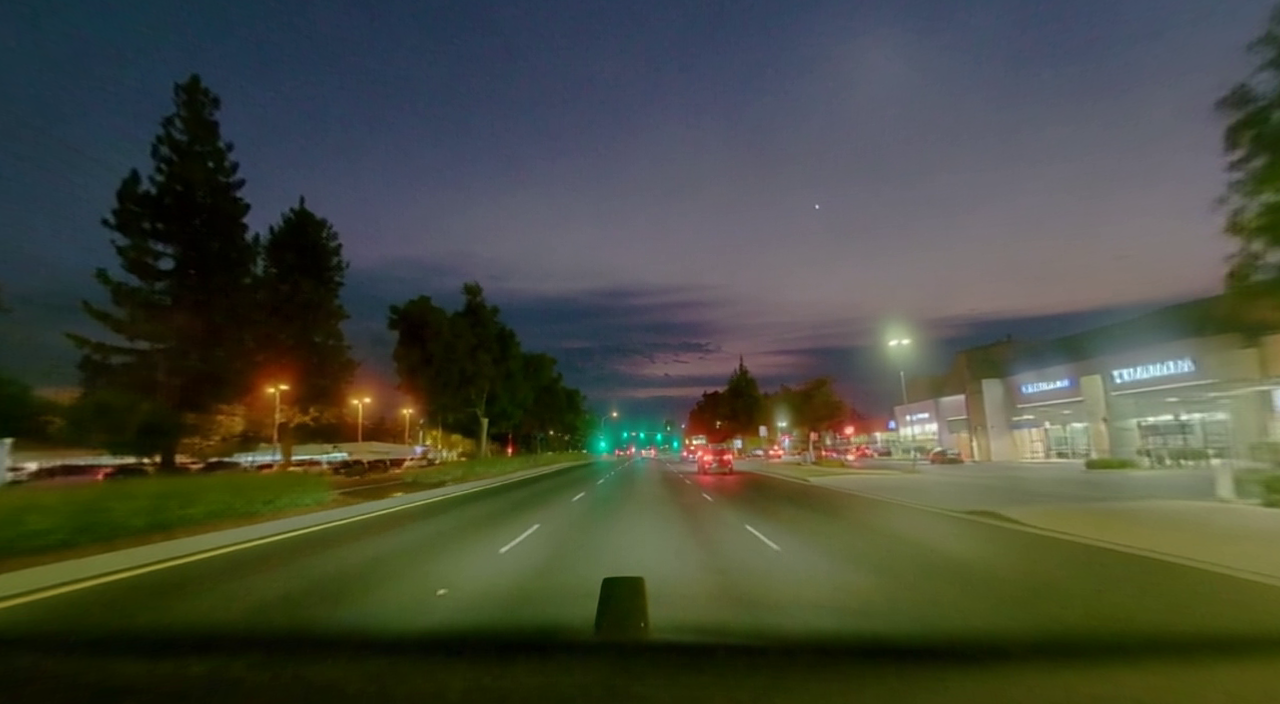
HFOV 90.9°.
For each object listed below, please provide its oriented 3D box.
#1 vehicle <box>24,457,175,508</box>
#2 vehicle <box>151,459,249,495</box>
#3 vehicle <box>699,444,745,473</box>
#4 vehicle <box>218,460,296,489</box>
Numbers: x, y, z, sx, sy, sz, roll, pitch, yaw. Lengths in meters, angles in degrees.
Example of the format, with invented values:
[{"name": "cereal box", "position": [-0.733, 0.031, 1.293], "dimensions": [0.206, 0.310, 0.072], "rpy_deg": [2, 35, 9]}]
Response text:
[{"name": "vehicle", "position": [-22.414, 5.381, 26.499], "dimensions": [1.939, 1.780, 5.057], "rpy_deg": [-1, -9, -2]}, {"name": "vehicle", "position": [-22.602, 6.417, 32.611], "dimensions": [1.674, 1.483, 4.741], "rpy_deg": [-4, -8, 1]}, {"name": "vehicle", "position": [4.501, 5.898, 35.146], "dimensions": [1.916, 1.459, 4.335], "rpy_deg": [0, -9, -1]}, {"name": "vehicle", "position": [-22.584, 7.228, 37.398], "dimensions": [1.841, 1.510, 4.389], "rpy_deg": [-1, -9, 0]}]
